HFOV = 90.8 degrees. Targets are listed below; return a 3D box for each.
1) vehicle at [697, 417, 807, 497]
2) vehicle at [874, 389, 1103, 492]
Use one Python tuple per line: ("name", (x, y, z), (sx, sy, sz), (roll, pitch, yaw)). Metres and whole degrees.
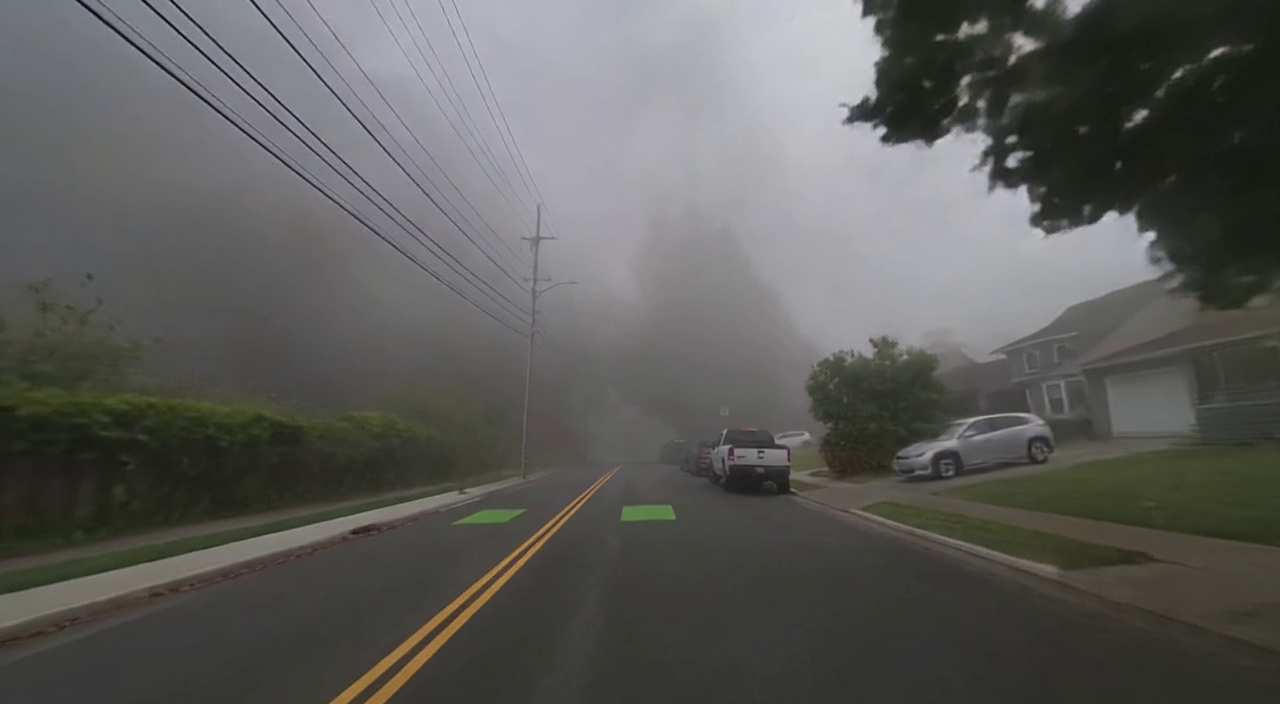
("vehicle", (3.202, 3.187, 19.466), (2.347, 2.070, 5.735), (0, -9, 0))
("vehicle", (8.650, 2.239, 16.031), (4.418, 1.648, 2.017), (-10, -9, -2))
